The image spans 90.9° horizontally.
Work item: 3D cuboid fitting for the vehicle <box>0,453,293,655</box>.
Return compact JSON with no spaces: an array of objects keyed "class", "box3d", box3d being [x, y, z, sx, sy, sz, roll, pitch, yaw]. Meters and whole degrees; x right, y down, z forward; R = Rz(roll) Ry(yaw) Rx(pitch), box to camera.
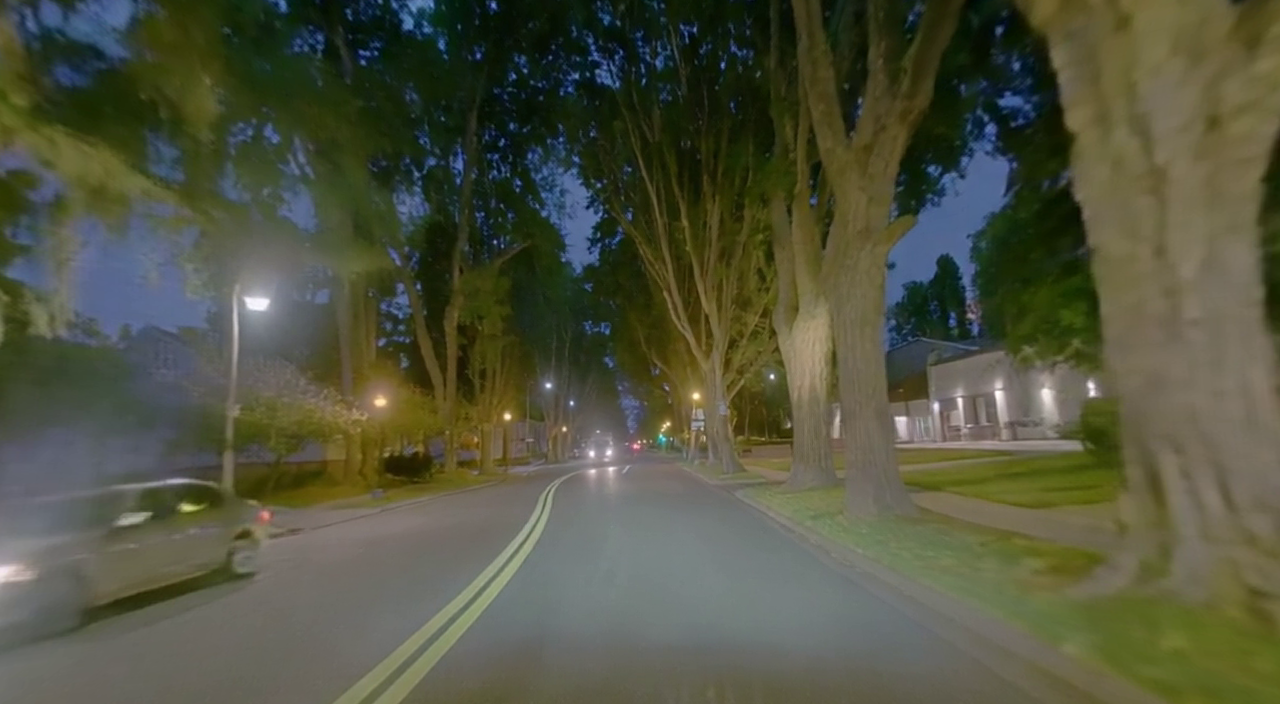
[{"class":"vehicle","box3d":[-5.835,1.910,6.550,1.956,1.452,4.426,-5,-8,0]}]
